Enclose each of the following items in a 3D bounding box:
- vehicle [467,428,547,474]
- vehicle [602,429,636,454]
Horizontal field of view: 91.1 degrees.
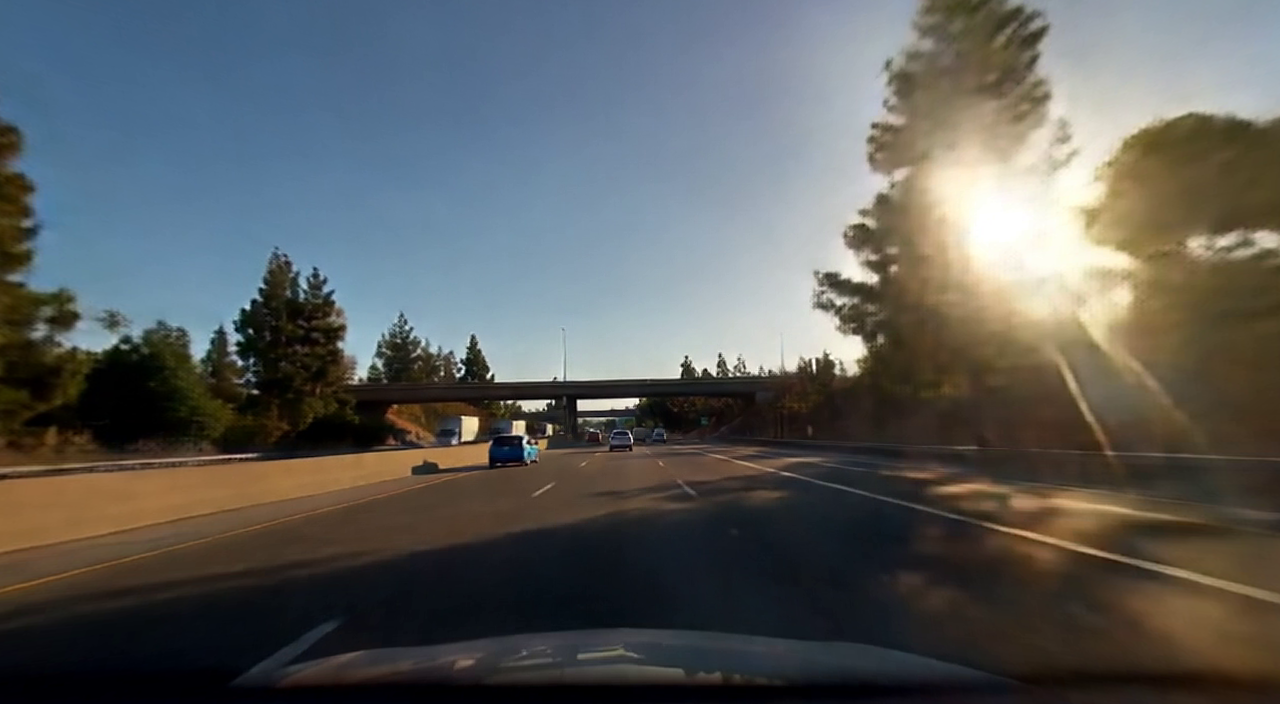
[{"bbox_3d":[-4.784,3.617,23.296,2.017,1.537,4.496,0,-8,0],"label":"vehicle"},{"bbox_3d":[-1.360,5.981,42.096,2.116,1.625,4.004,0,-8,0],"label":"vehicle"}]
